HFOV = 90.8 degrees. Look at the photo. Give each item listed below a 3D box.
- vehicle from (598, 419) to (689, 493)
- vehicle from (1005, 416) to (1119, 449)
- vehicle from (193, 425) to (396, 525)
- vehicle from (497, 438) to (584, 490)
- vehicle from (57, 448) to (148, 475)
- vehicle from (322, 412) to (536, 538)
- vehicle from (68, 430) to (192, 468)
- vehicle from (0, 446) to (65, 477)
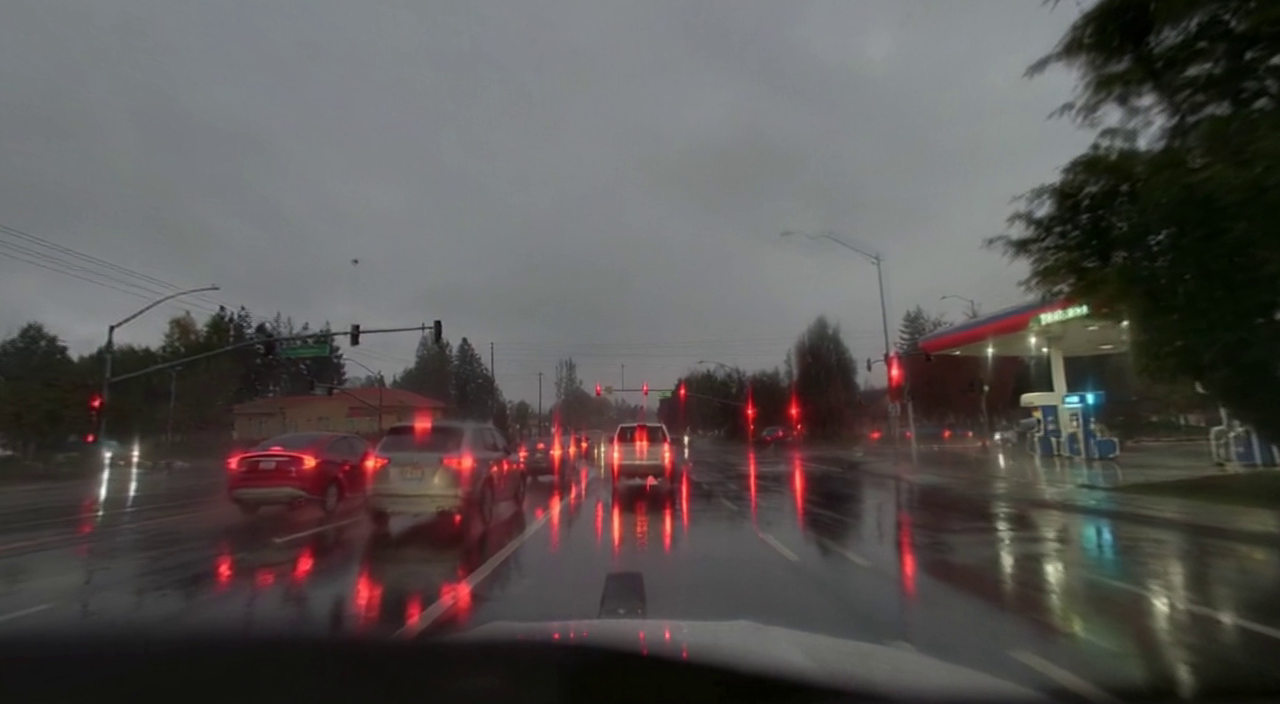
[{"bbox_3d":[0.104,2.945,18.121,2.224,1.819,5.005,0,-9,0],"label":"vehicle"},{"bbox_3d":[27.902,5.343,41.902,5.782,1.950,2.225,-2,-8,3],"label":"vehicle"},{"bbox_3d":[-6.379,2.291,12.227,1.790,1.605,3.696,0,-9,0],"label":"vehicle"},{"bbox_3d":[-2.910,3.386,19.391,1.881,1.424,4.098,0,-9,2],"label":"vehicle"},{"bbox_3d":[-36.419,7.404,42.849,4.661,1.456,1.817,-3,-7,2],"label":"vehicle"},{"bbox_3d":[-3.253,2.009,10.867,2.096,1.718,4.266,0,-9,2],"label":"vehicle"},{"bbox_3d":[-37.646,7.204,46.785,6.971,2.685,2.340,0,-9,0],"label":"vehicle"},{"bbox_3d":[-40.777,6.995,40.412,5.808,1.893,2.225,0,-9,2],"label":"vehicle"}]
